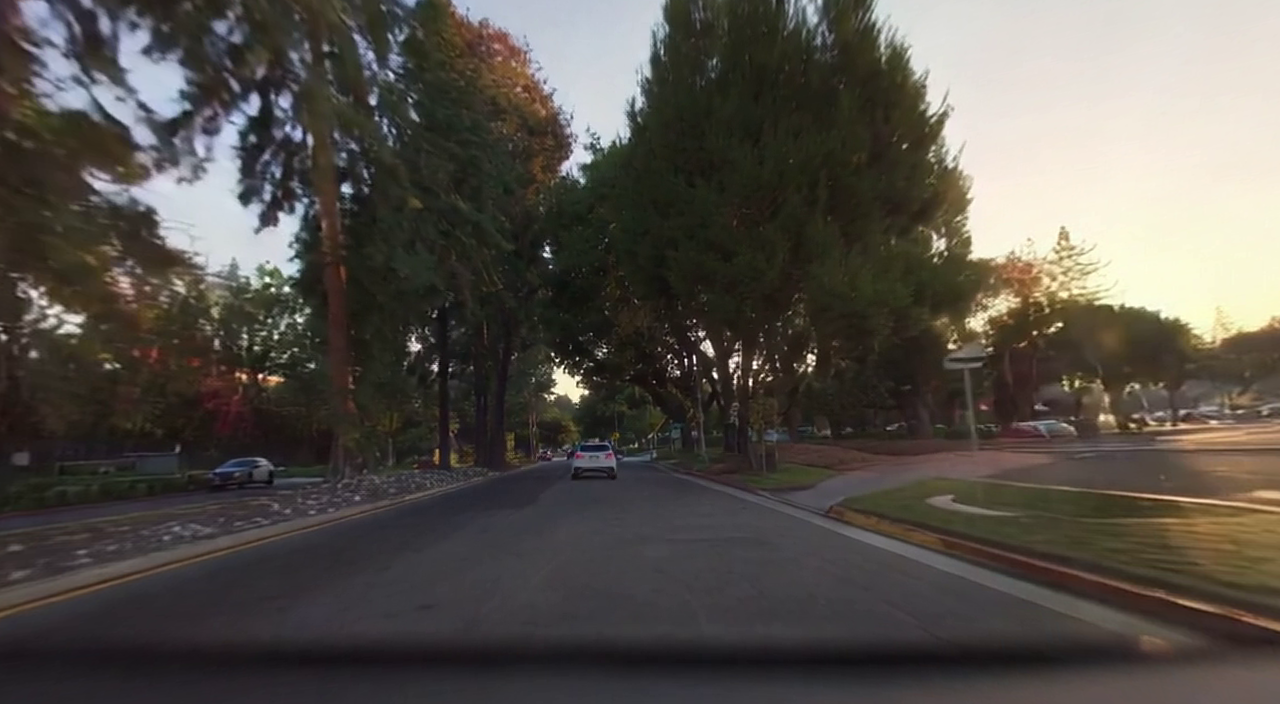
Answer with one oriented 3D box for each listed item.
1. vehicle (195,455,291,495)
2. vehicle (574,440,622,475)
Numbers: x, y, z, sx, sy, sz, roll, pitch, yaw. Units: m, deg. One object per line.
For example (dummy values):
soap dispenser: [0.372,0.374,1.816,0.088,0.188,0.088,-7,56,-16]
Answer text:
vehicle: [-20.716,6.387,33.305,2.109,1.858,5.253,0,-9,-6]
vehicle: [-1.954,4.999,30.038,2.142,1.501,4.273,0,-9,-3]
